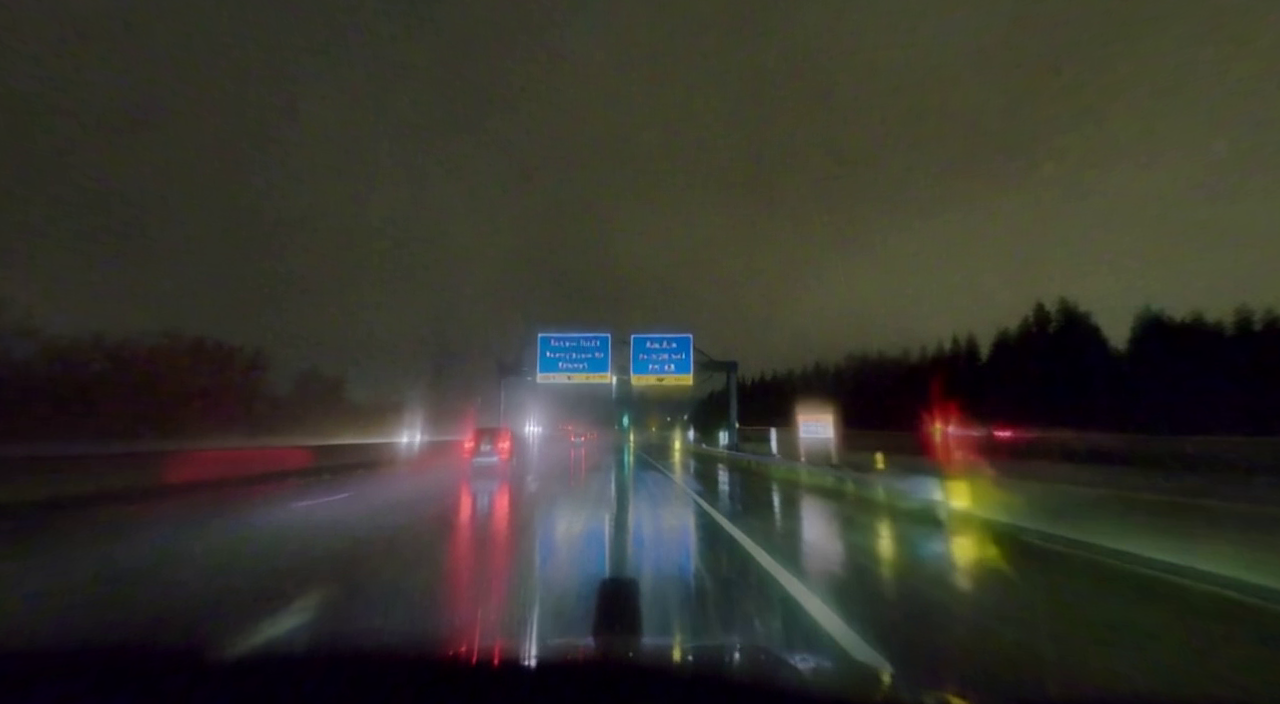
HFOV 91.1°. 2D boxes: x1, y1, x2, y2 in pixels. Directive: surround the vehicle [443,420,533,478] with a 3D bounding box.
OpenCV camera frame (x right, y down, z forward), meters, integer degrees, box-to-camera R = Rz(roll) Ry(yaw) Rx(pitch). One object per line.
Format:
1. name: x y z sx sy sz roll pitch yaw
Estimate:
1. vehicle: -4.898 3.170 20.887 2.007 1.727 4.040 0 -8 0
